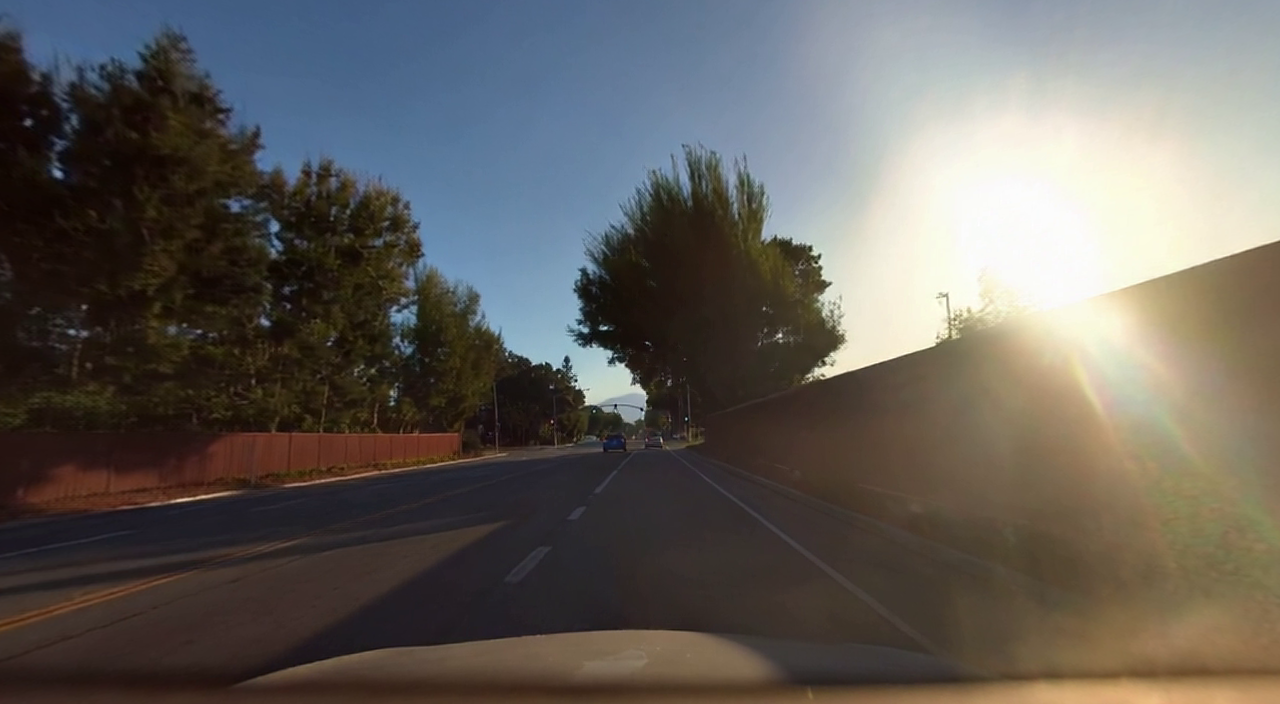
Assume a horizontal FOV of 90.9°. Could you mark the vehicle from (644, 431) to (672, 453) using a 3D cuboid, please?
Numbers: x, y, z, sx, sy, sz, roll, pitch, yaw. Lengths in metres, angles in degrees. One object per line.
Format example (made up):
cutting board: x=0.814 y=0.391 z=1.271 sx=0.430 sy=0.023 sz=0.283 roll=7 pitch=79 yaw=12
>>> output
vehicle: x=1.374 y=7.115 z=49.802 sx=2.127 sy=1.665 sz=3.993 roll=0 pitch=-8 yaw=0
